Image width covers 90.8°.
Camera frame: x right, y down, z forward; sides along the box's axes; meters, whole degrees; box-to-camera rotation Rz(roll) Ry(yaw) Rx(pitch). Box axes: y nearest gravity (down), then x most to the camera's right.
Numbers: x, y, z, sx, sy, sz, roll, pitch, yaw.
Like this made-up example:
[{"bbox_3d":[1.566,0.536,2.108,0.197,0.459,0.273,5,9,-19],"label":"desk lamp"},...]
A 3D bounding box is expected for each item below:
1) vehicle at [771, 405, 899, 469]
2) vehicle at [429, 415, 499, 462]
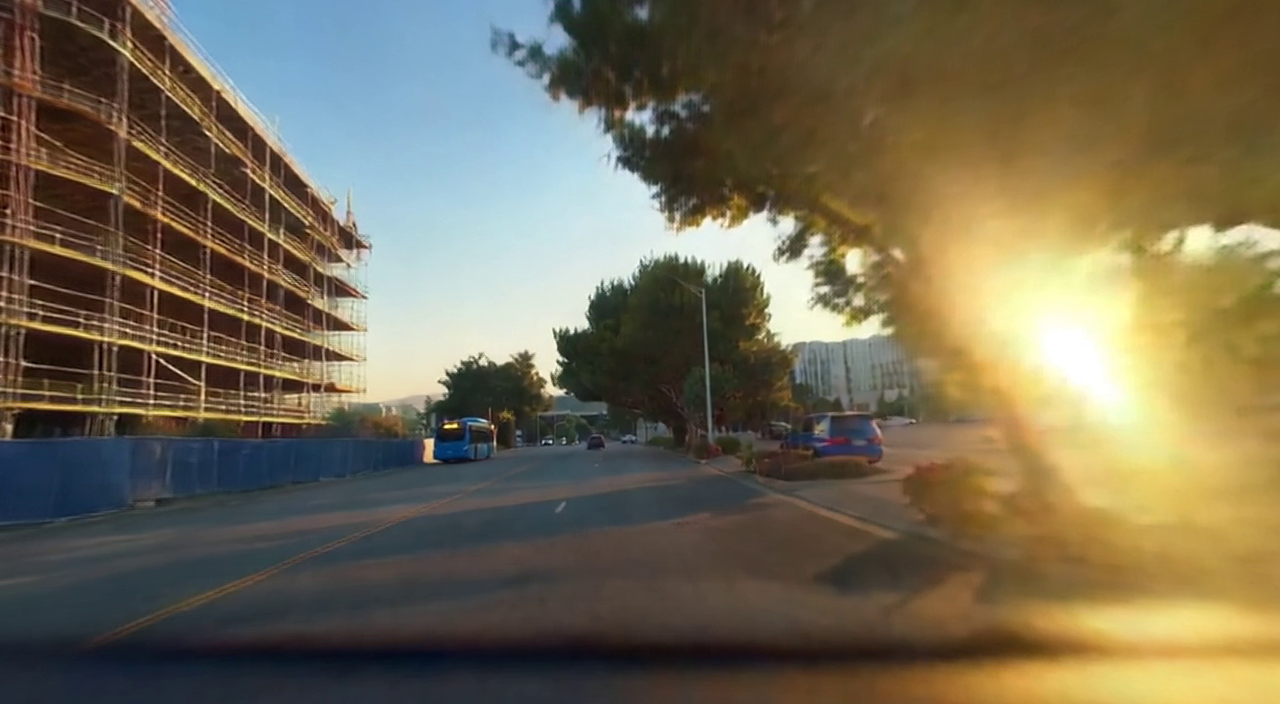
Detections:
[{"bbox_3d":[6.531,3.009,22.091,2.267,1.911,5.816,1,-8,-4],"label":"vehicle"},{"bbox_3d":[-11.455,5.728,41.809,2.979,2.803,5.962,-1,-8,-1],"label":"vehicle"}]
